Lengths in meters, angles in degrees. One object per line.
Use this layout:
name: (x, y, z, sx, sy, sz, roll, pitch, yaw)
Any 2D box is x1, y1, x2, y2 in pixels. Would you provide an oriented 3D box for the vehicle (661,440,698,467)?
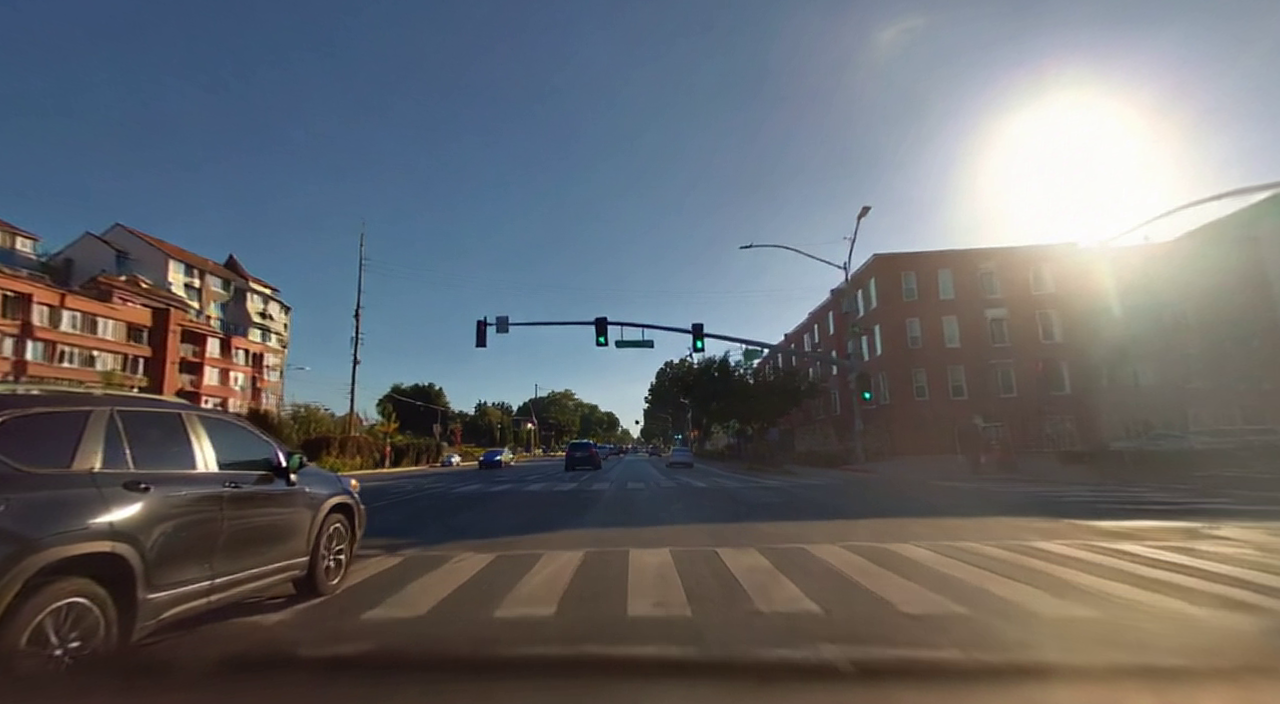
vehicle: (2.574, 6.744, 42.120, 2.018, 1.719, 4.369, 0, -8, -1)

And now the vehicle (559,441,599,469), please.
vehicle: (-3.822, 6.534, 40.151, 2.083, 1.685, 4.069, 0, -8, 1)

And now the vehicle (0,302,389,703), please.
vehicle: (-3.860, 1.002, 4.158, 2.225, 1.984, 5.168, 0, -8, 1)
